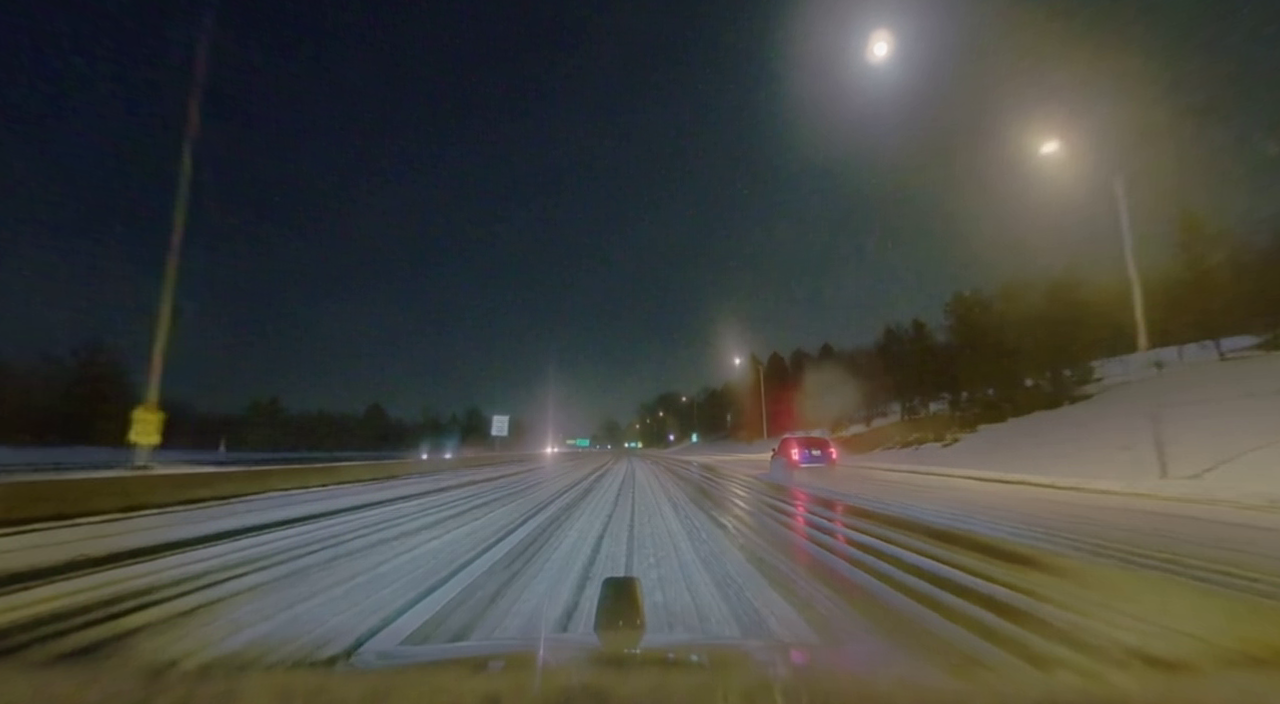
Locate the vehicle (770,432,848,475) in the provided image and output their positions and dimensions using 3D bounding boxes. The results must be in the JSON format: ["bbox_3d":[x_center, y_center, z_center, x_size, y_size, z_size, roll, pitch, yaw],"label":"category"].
[{"bbox_3d":[7.333,4.444,27.765,2.091,1.711,4.383,0,-9,-2],"label":"vehicle"}]

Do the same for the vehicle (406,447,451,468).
[{"bbox_3d":[-15.872,7.901,47.424,1.961,1.511,4.018,0,-9,1],"label":"vehicle"}]
